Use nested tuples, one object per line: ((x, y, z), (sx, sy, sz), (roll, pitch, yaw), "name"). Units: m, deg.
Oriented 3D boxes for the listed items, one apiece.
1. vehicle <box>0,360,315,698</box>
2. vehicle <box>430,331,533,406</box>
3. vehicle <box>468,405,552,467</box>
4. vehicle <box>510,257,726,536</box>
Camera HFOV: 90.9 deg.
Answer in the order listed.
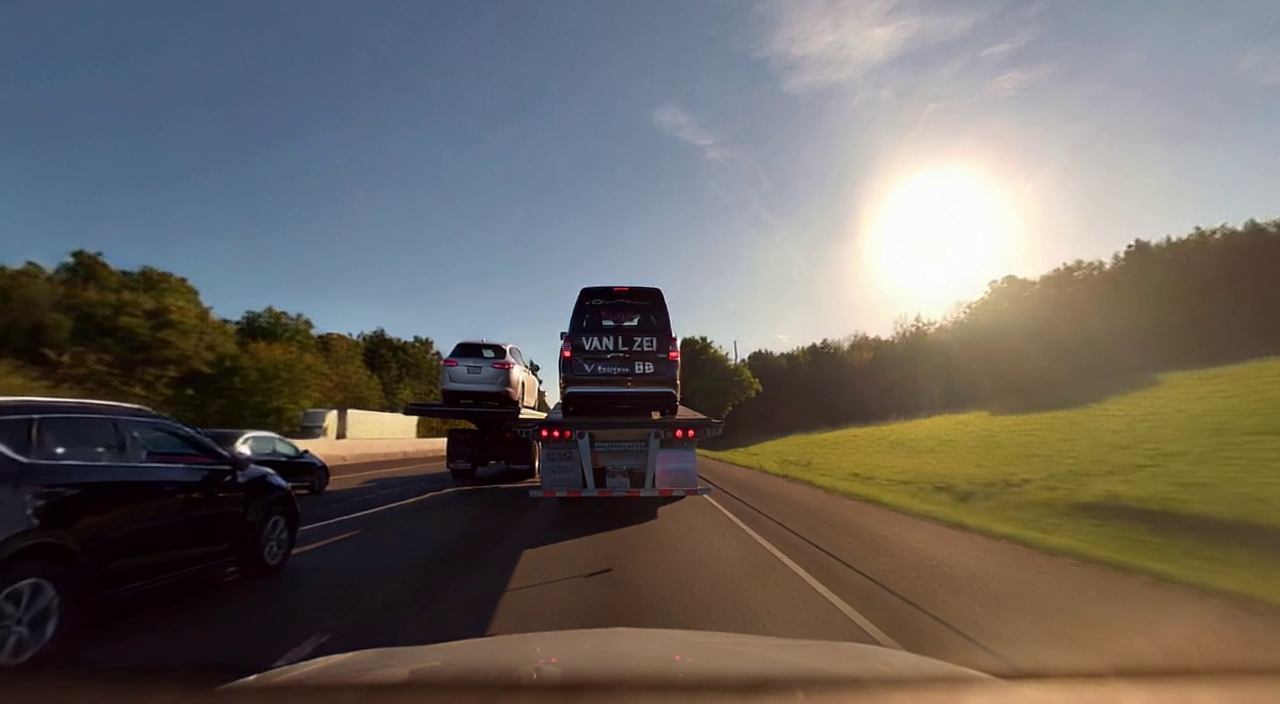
((-4.186, 1.012, 4.115), (1.914, 1.675, 4.331), (0, -7, -2), "vehicle")
((-4.641, 0.629, 19.234), (2.118, 1.799, 4.591), (0, -7, -2), "vehicle")
((-4.706, 3.086, 23.443), (2.258, 1.970, 4.402), (-2, -7, -2), "vehicle")
((-0.448, 1.131, 12.819), (2.738, 3.628, 9.223), (0, -7, -2), "vehicle")
